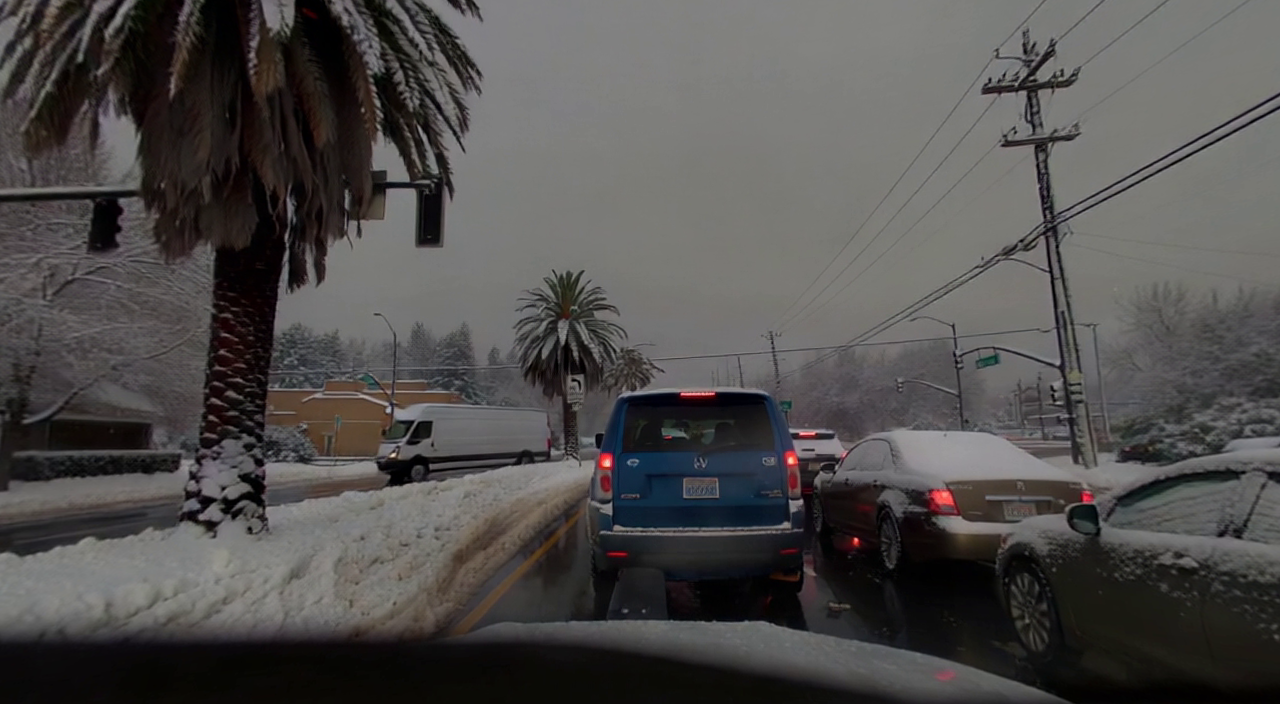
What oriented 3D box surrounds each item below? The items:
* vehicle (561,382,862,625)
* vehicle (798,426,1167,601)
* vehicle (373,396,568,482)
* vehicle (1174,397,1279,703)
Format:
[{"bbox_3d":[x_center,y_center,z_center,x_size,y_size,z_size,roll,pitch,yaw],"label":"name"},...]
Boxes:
[{"bbox_3d":[0.453,1.438,6.879,2.228,1.780,4.269,0,-9,-2],"label":"vehicle"},{"bbox_3d":[3.439,1.683,7.503,1.895,1.456,4.255,0,-9,-2],"label":"vehicle"},{"bbox_3d":[-8.602,4.844,34.575,2.973,3.889,11.535,-5,-10,29],"label":"vehicle"},{"bbox_3d":[3.358,0.653,0.658,1.805,1.485,4.348,0,-9,1],"label":"vehicle"}]
